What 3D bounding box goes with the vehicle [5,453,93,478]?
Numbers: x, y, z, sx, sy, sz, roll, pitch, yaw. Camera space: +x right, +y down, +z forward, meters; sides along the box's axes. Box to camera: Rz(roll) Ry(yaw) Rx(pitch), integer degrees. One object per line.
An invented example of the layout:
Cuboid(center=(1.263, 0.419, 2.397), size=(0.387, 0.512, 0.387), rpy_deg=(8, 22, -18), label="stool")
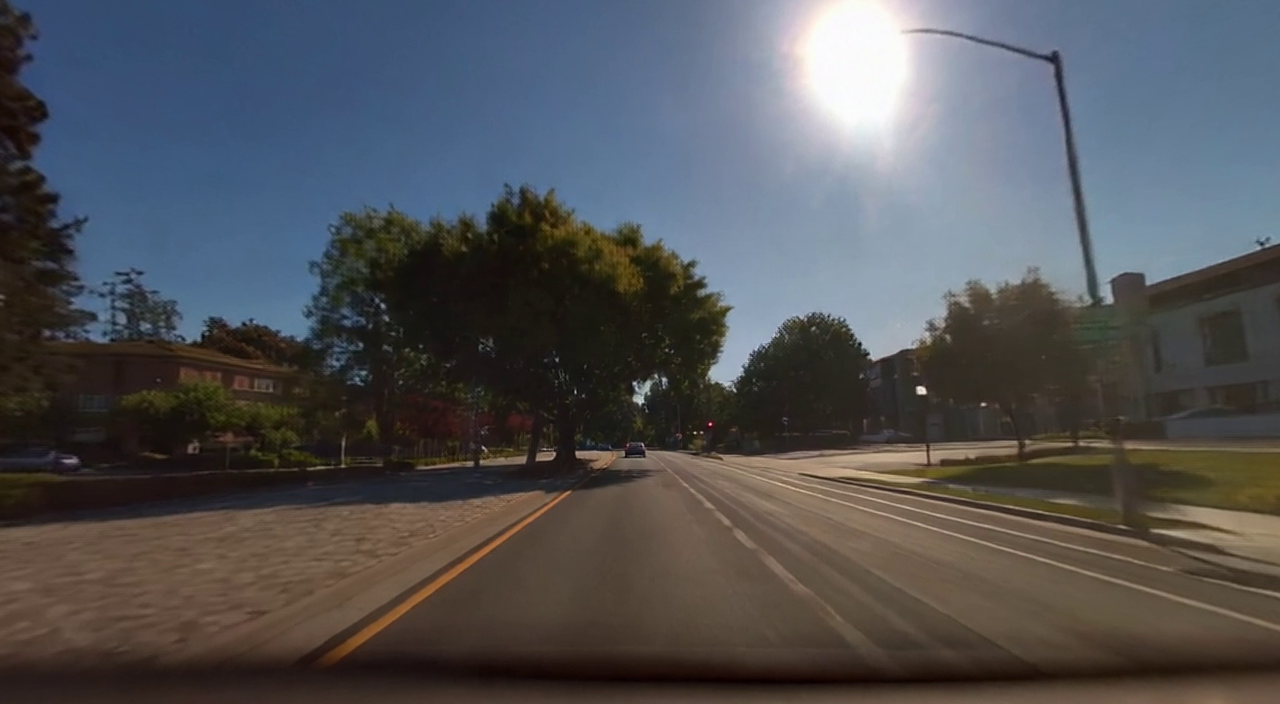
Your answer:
Cuboid(center=(-42.777, 8.216, 45.786), size=(4.185, 1.671, 1.973), rpy_deg=(0, -9, -6), label="vehicle")
